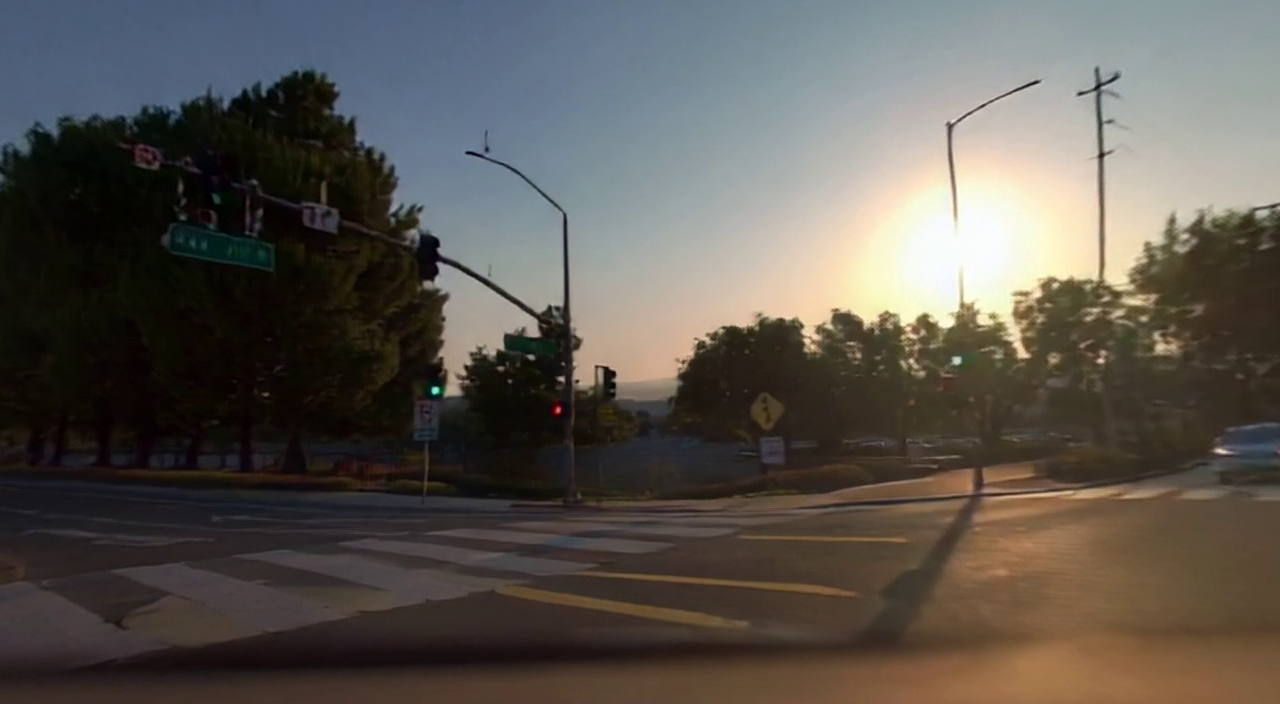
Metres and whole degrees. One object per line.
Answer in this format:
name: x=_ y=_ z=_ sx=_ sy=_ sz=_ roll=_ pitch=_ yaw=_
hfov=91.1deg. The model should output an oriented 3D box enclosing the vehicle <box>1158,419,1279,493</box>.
vehicle: x=14.201 y=2.414 z=14.836 sx=4.293 sy=1.504 sz=2.029 roll=6 pitch=-11 yaw=-38
